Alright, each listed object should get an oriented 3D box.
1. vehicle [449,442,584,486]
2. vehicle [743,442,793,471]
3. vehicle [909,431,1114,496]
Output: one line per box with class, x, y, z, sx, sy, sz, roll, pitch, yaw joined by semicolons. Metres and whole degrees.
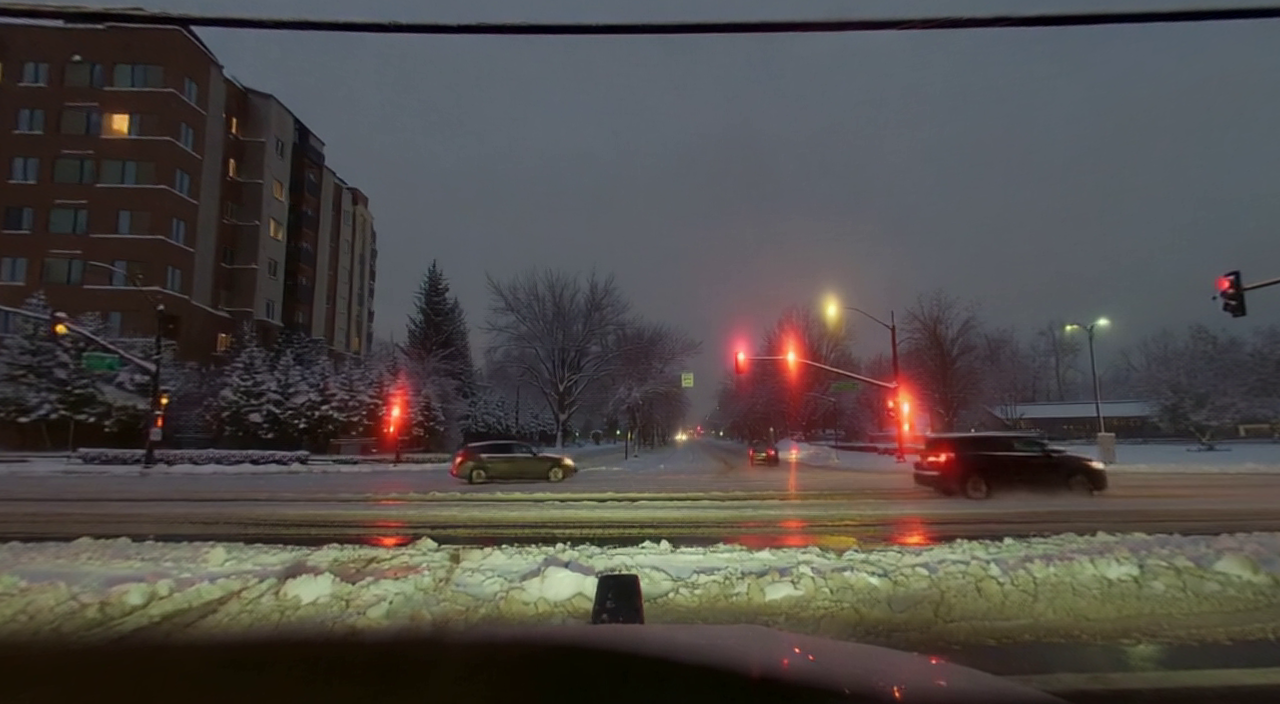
vehicle;-4.462;4.003;22.863;4.424;1.454;2.043;3;-9;-23
vehicle;7.465;5.986;36.452;1.955;1.569;4.397;-4;-9;22
vehicle;11.087;3.329;19.100;4.923;1.800;2.153;1;-8;-6
